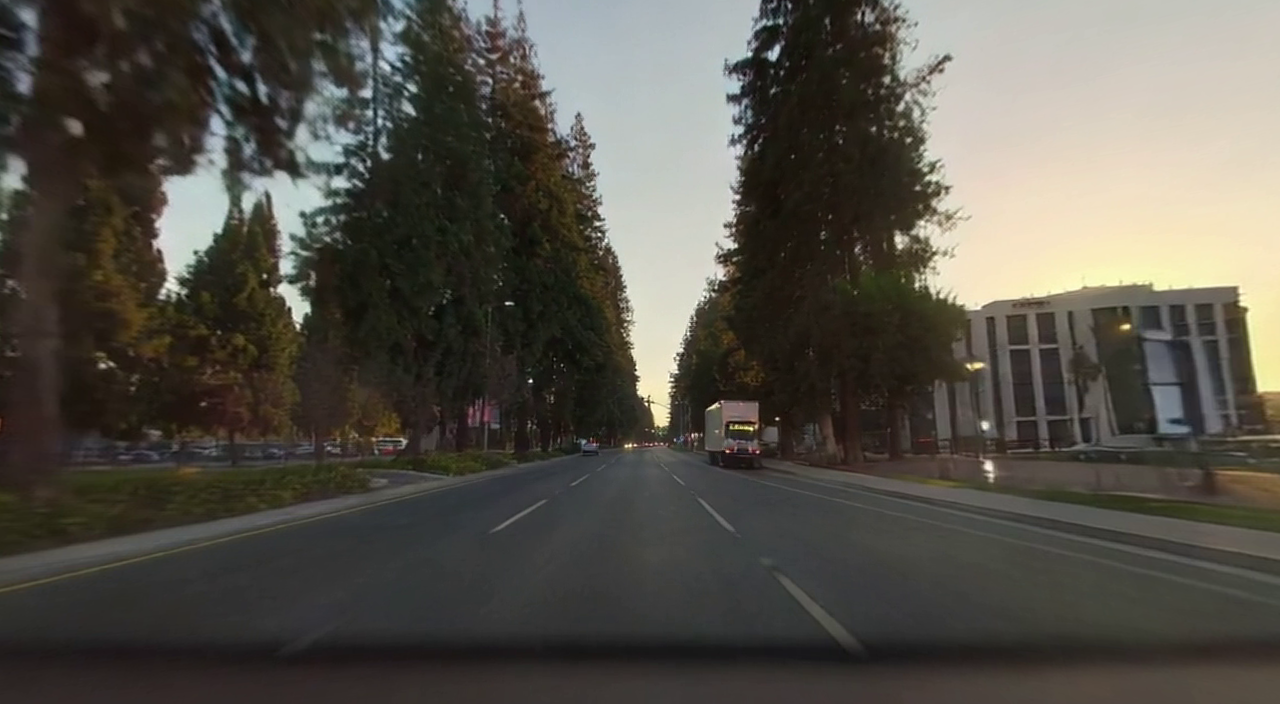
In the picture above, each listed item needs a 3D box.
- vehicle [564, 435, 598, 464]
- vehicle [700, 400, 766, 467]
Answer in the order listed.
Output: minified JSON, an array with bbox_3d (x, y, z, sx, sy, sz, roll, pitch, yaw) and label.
[{"bbox_3d":[-4.491,7.514,48.918,2.270,2.068,5.865,0,-9,-2],"label":"vehicle"},{"bbox_3d":[6.101,5.625,43.091,2.981,4.106,8.794,0,-9,-1],"label":"vehicle"}]
